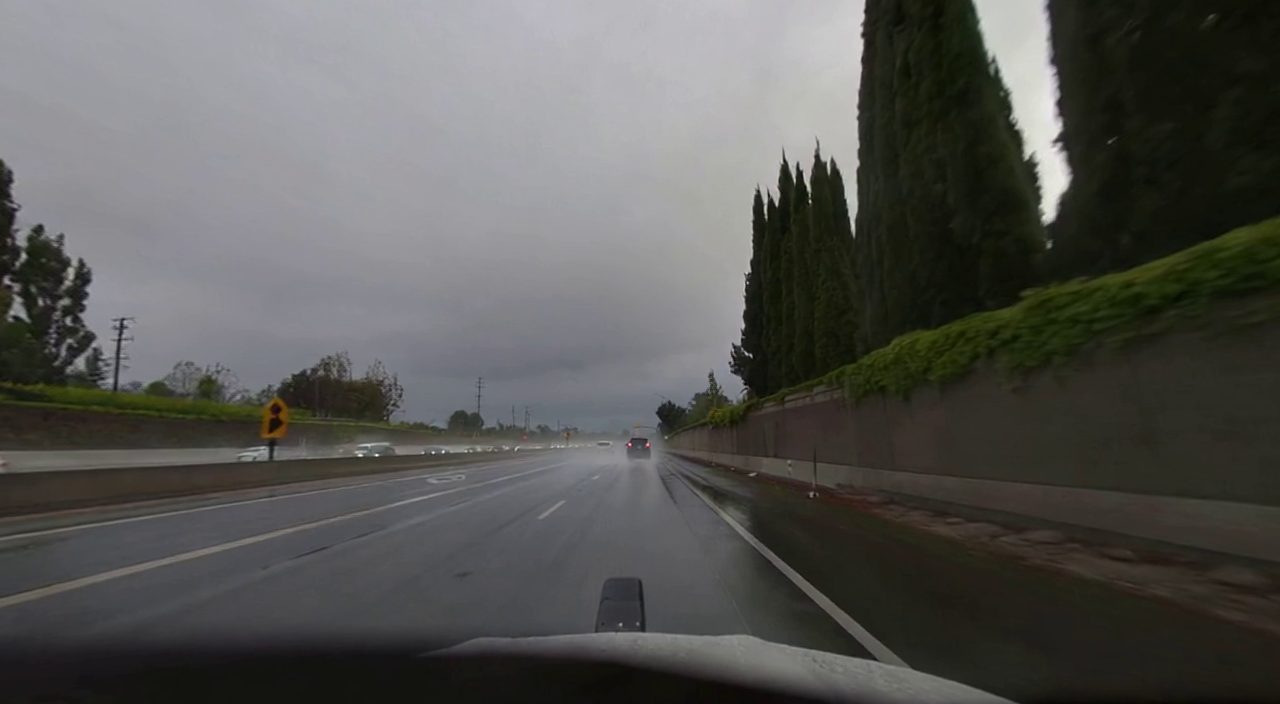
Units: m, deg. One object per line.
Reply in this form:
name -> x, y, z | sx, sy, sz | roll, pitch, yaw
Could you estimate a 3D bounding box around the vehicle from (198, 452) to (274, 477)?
vehicle -> -26.032, 7.243, 40.807 | 1.860, 1.536, 4.560 | 0, -9, 0
